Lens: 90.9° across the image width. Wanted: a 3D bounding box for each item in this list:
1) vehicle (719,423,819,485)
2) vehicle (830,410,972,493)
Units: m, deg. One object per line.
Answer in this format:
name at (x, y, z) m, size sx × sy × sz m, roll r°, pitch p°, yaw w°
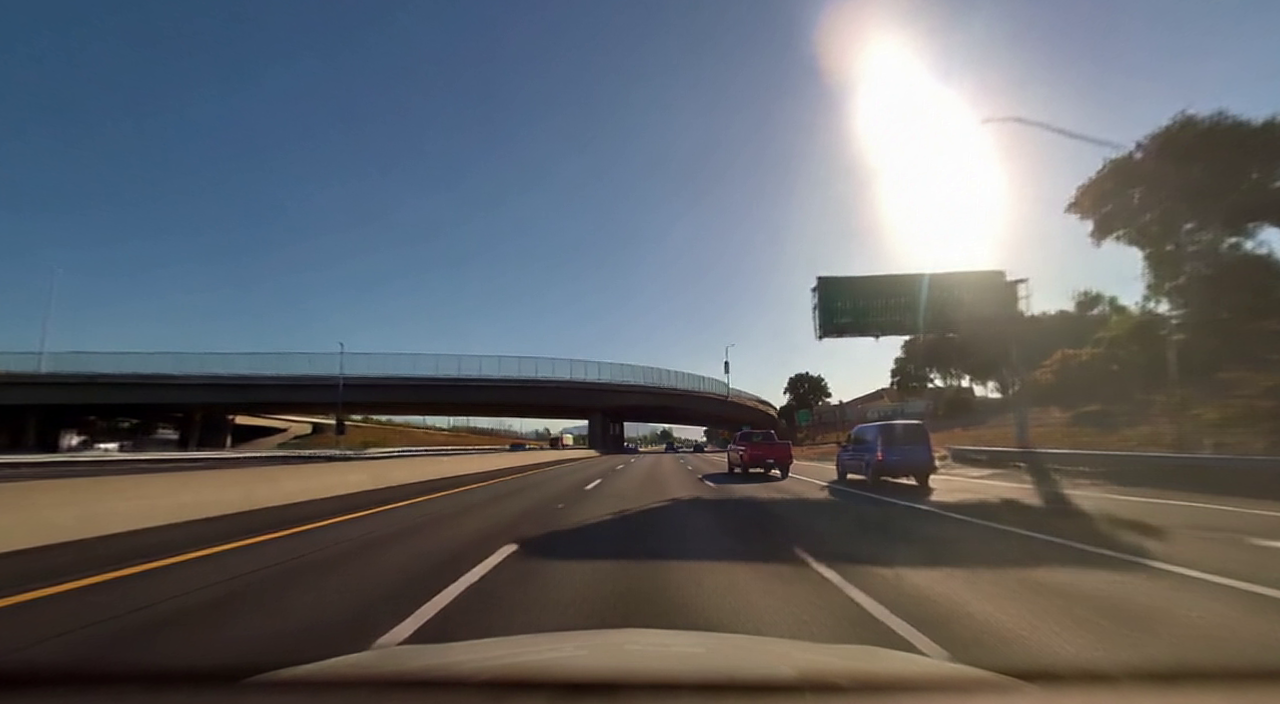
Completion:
vehicle at (4.585, 3.752, 23.542) m, size 2.505 × 2.020 × 5.532 m, roll 0°, pitch -8°, yaw 0°
vehicle at (8.140, 3.185, 20.445) m, size 2.229 × 2.317 × 5.399 m, roll 0°, pitch -9°, yaw 0°
